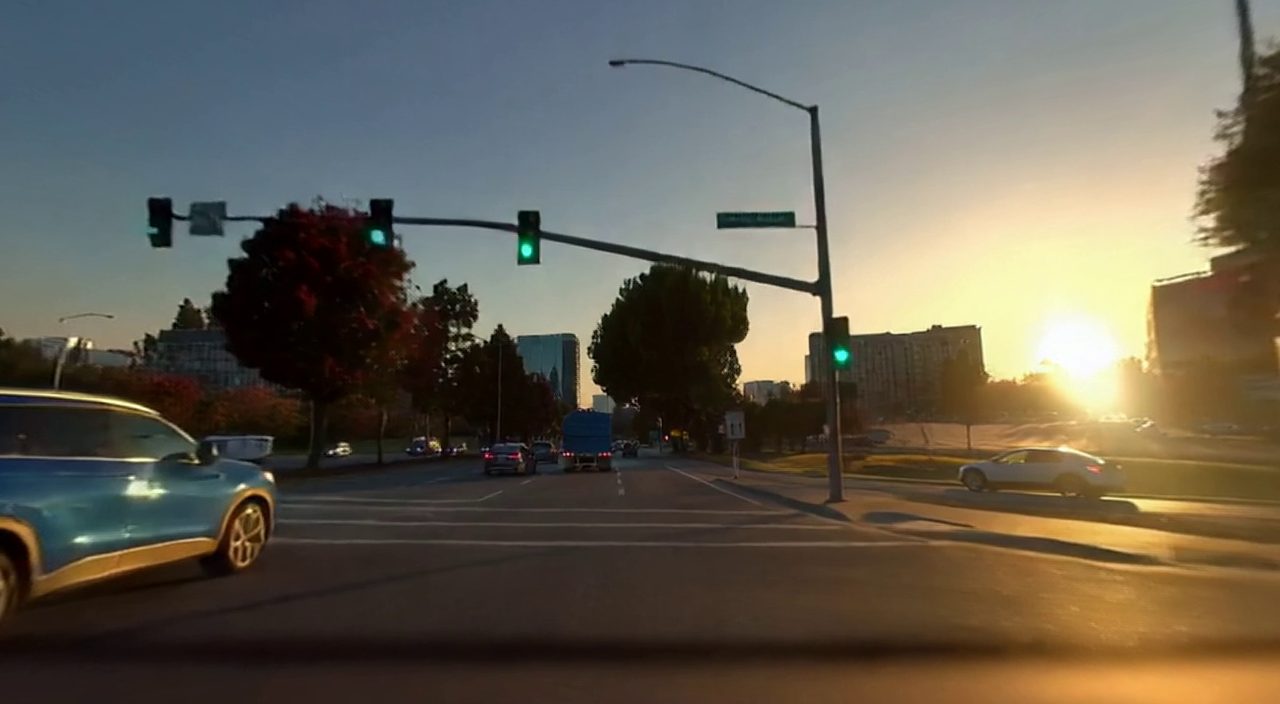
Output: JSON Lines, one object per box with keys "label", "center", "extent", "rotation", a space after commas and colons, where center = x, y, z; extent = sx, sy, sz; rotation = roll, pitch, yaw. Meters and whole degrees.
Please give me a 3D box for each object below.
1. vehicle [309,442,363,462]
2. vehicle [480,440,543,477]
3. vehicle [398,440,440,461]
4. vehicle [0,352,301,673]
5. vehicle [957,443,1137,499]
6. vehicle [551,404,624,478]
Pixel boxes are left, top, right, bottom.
{"label": "vehicle", "center": [-22.800, 7.523, 47.333], "extent": [1.898, 1.480, 4.567], "rotation": [0, -9, -2]}
{"label": "vehicle", "center": [-5.571, 4.694, 27.819], "extent": [2.023, 1.483, 4.143], "rotation": [0, -9, -2]}
{"label": "vehicle", "center": [-16.972, 7.572, 48.399], "extent": [2.026, 1.523, 4.584], "rotation": [1, -9, -6]}
{"label": "vehicle", "center": [-4.798, 1.040, 4.409], "extent": [2.178, 1.826, 4.933], "rotation": [0, -9, -2]}
{"label": "vehicle", "center": [13.833, 3.992, 21.543], "extent": [4.720, 1.685, 2.140], "rotation": [-8, -12, 43]}
{"label": "vehicle", "center": [-2.288, 4.202, 29.575], "extent": [2.993, 3.051, 6.692], "rotation": [0, -9, -1]}
